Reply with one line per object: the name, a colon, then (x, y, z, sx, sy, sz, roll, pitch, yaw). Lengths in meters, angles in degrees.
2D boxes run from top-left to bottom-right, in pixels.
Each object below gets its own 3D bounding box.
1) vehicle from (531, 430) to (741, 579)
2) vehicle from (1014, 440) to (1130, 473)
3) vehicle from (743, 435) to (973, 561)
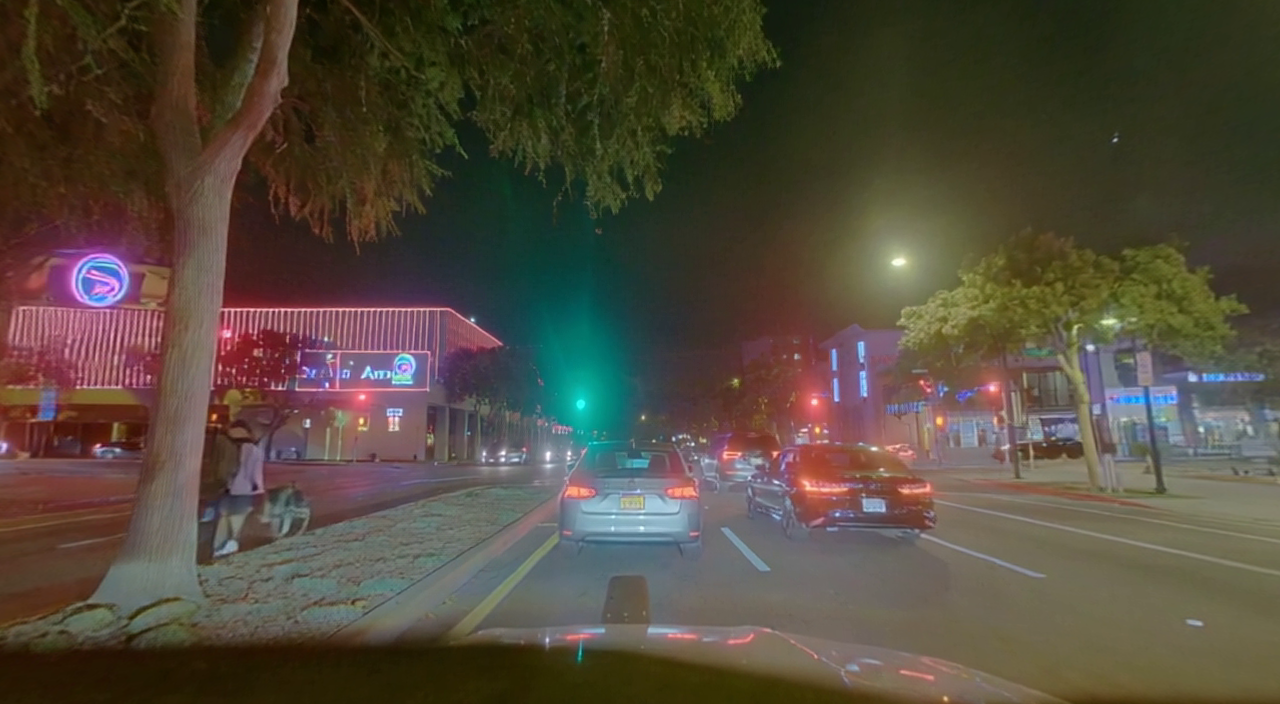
vehicle: (-0.086, 1.828, 8.421, 2.087, 1.456, 4.143, 0, -8, -1)
vehicle: (22.832, 5.525, 33.458, 4.610, 1.622, 1.934, -1, -8, 4)
vehicle: (2.913, 2.031, 9.583, 1.893, 1.446, 4.270, 0, -8, -1)
